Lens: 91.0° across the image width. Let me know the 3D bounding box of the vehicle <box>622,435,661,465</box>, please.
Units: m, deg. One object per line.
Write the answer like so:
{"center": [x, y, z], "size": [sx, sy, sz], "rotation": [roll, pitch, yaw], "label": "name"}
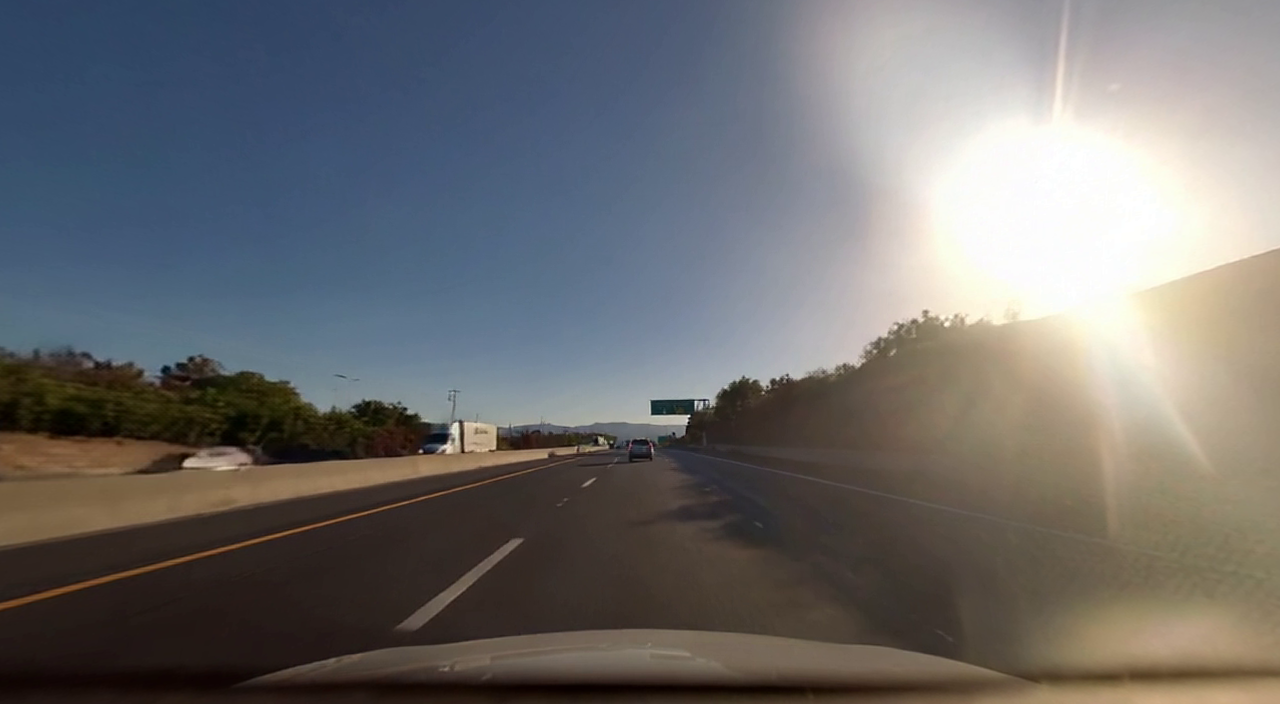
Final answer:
{"center": [0.095, 5.723, 36.742], "size": [2.111, 1.635, 4.177], "rotation": [0, -8, 0], "label": "vehicle"}
